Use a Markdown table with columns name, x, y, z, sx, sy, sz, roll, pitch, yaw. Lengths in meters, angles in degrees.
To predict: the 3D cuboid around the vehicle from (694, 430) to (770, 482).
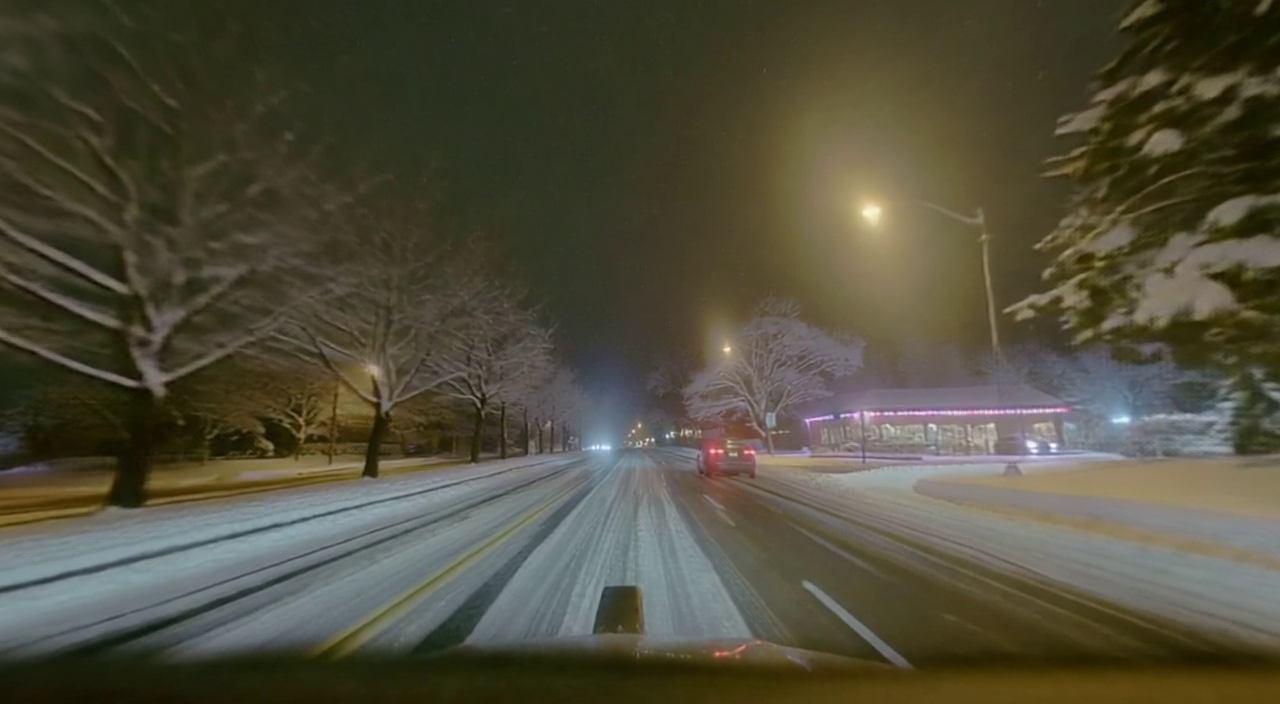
| name | x | y | z | sx | sy | sz | roll | pitch | yaw |
| --- | --- | --- | --- | --- | --- | --- | --- | --- | --- |
| vehicle | 3.306 | 3.805 | 23.422 | 2.083 | 1.743 | 4.354 | 0 | -8 | -1 |
